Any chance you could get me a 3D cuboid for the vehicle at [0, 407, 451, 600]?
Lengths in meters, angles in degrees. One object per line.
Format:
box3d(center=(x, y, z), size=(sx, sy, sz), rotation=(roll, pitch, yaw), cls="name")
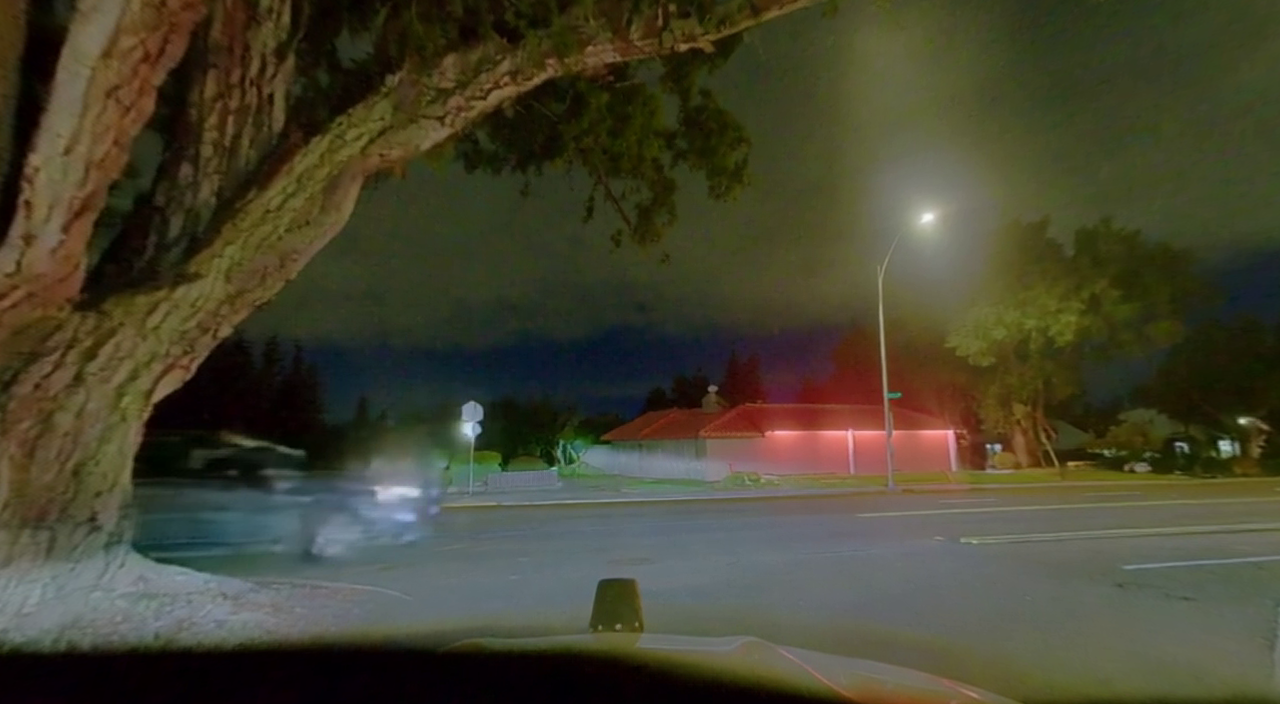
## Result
box3d(center=(-4.580, 1.551, 7.053), size=(4.557, 1.677, 2.337), rotation=(2, -9, -13), cls="vehicle")
